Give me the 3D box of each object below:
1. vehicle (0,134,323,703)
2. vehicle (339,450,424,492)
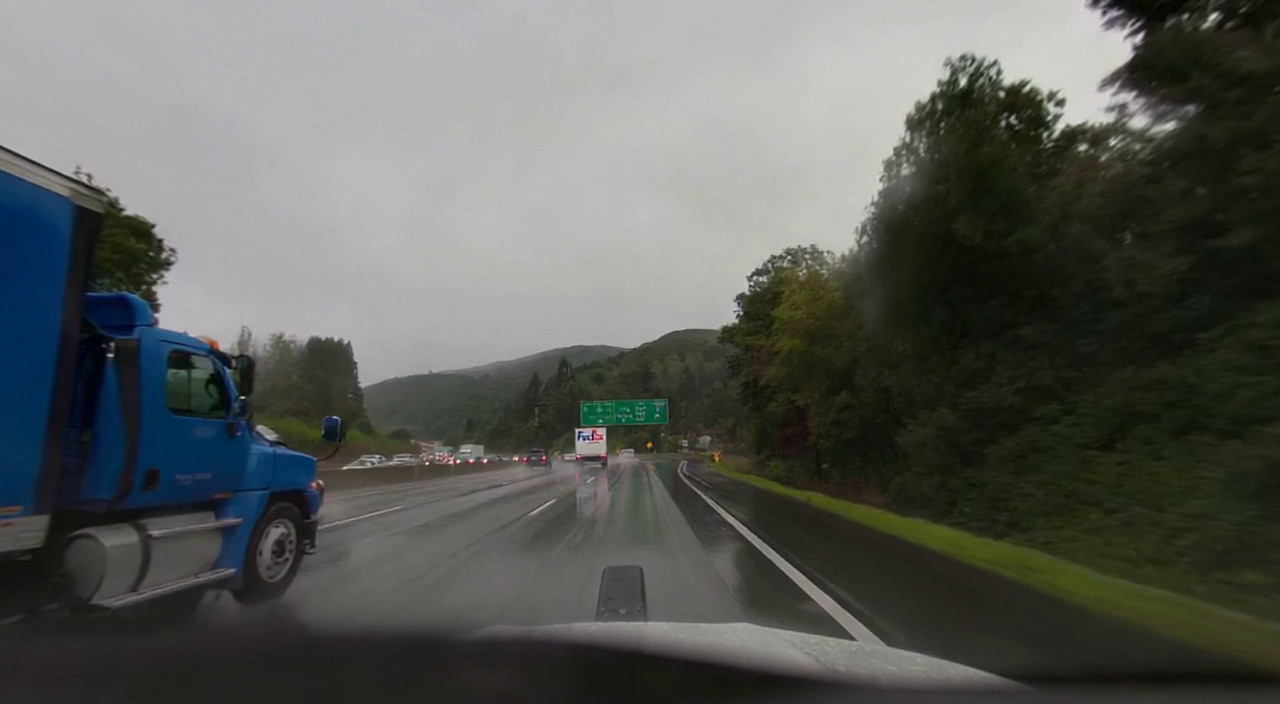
[{"bbox_3d":[-4.181,0.399,2.933,2.318,2.834,5.910,0,-8,-1],"label":"vehicle"},{"bbox_3d":[-11.675,5.382,28.828,1.931,1.692,4.443,0,-8,1],"label":"vehicle"}]
